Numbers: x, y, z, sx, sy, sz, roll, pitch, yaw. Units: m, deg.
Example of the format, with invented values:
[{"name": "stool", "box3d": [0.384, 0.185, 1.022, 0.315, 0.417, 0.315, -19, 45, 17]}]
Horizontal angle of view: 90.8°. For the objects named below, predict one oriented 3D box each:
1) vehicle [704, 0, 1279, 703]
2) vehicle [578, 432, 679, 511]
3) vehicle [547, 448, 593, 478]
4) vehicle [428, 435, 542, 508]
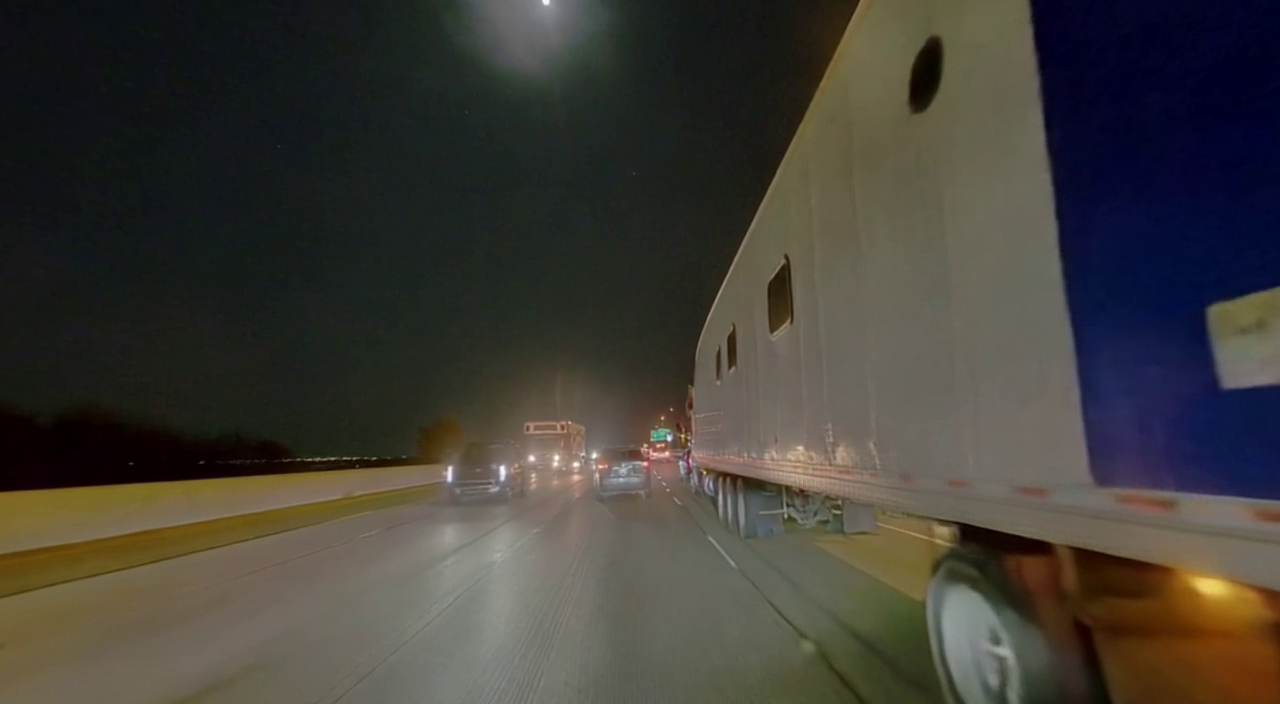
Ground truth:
[{"name": "vehicle", "box3d": [2.932, 0.167, 5.935, 2.934, 4.123, 15.785, 0, -9, 0]}, {"name": "vehicle", "box3d": [-0.275, 2.938, 15.923, 2.201, 1.719, 4.058, 0, -9, -1]}, {"name": "vehicle", "box3d": [-3.771, 6.087, 34.809, 1.980, 1.499, 3.944, 0, -9, 1]}, {"name": "vehicle", "box3d": [-4.043, 3.188, 17.245, 2.074, 1.717, 4.089, 0, -9, 0]}]
